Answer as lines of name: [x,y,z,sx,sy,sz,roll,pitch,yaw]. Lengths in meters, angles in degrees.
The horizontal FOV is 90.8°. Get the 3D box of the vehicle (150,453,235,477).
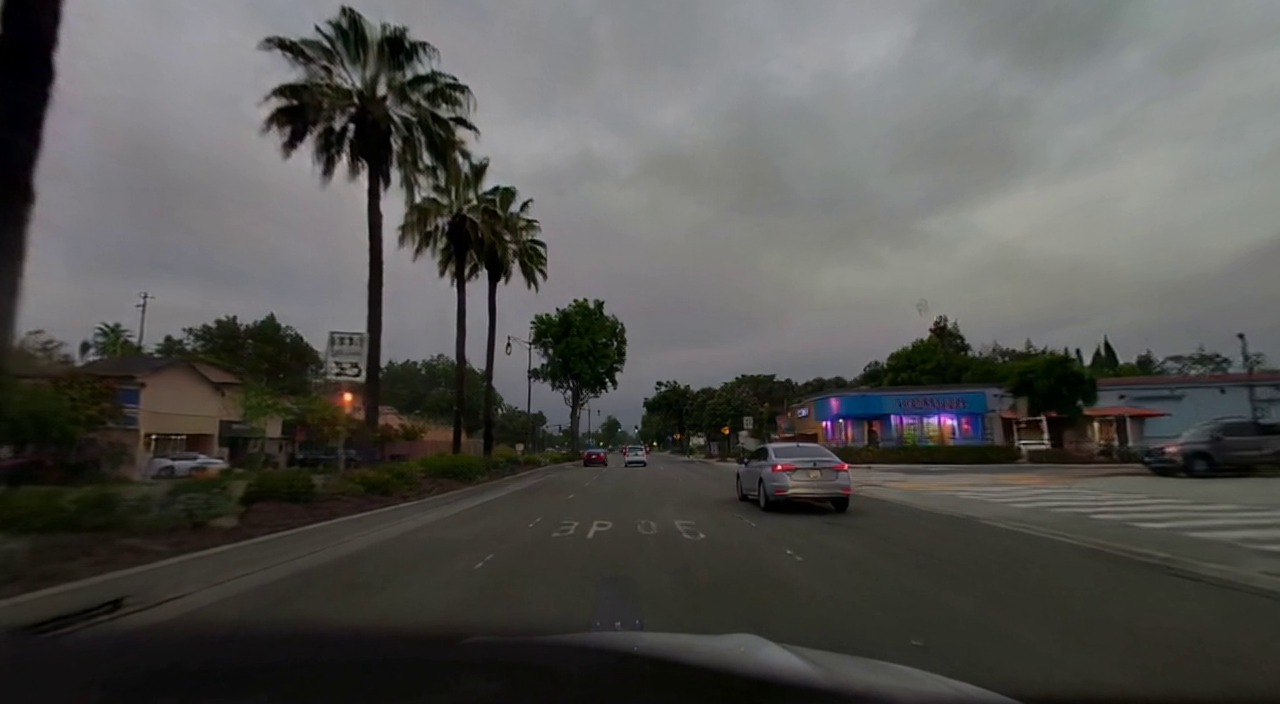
vehicle: [-29.134,7.374,41.364,1.958,1.476,4.576,-2,-10,5]

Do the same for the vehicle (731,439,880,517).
vehicle: [3.588,2.811,14.724,2.090,1.503,4.566,0,-9,-2]

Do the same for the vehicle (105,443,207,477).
vehicle: [-31.972,7.132,42.057,2.210,2.068,5.774,0,-9,0]

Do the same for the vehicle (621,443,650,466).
vehicle: [-0.355,7.797,48.065,2.102,1.653,3.698,0,-9,-1]

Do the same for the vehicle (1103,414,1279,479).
vehicle: [18.507,3.122,20.706,4.719,1.803,2.339,-2,-12,-4]
